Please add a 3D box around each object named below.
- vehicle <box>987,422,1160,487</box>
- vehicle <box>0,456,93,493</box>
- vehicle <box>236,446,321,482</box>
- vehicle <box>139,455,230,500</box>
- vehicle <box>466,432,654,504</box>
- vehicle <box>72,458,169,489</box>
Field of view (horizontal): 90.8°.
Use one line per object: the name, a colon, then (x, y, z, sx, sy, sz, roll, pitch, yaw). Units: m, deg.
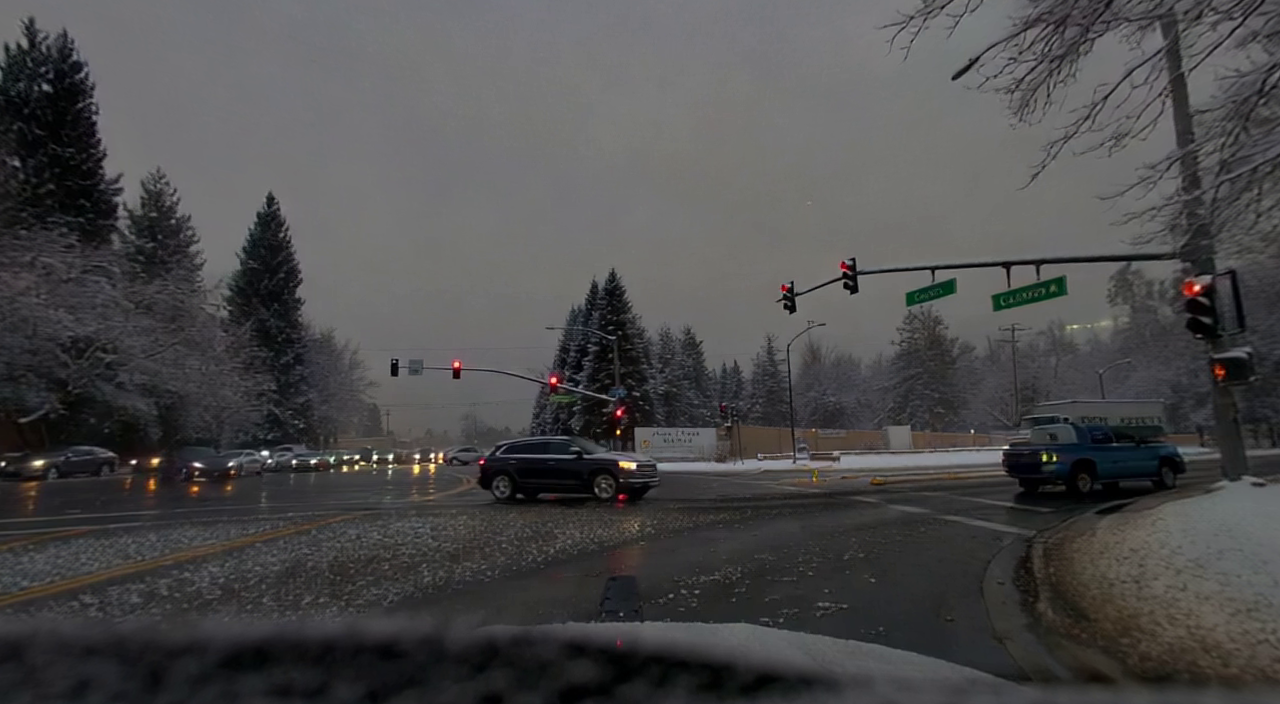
vehicle: (13.096, 3.061, 19.099, 4.619, 1.759, 2.101, 4, -10, -25)
vehicle: (-31.184, 6.262, 32.639, 2.142, 1.723, 4.692, 1, -9, -9)
vehicle: (-21.439, 6.609, 37.839, 2.358, 1.937, 5.896, 1, -9, -8)
vehicle: (-17.238, 4.692, 24.157, 1.957, 1.471, 4.728, 4, -10, -26)
vehicle: (-1.947, 2.890, 15.936, 4.281, 1.621, 1.903, -3, -9, 15)
vehicle: (-28.366, 6.608, 34.706, 1.965, 1.448, 4.553, 1, -9, -8)
